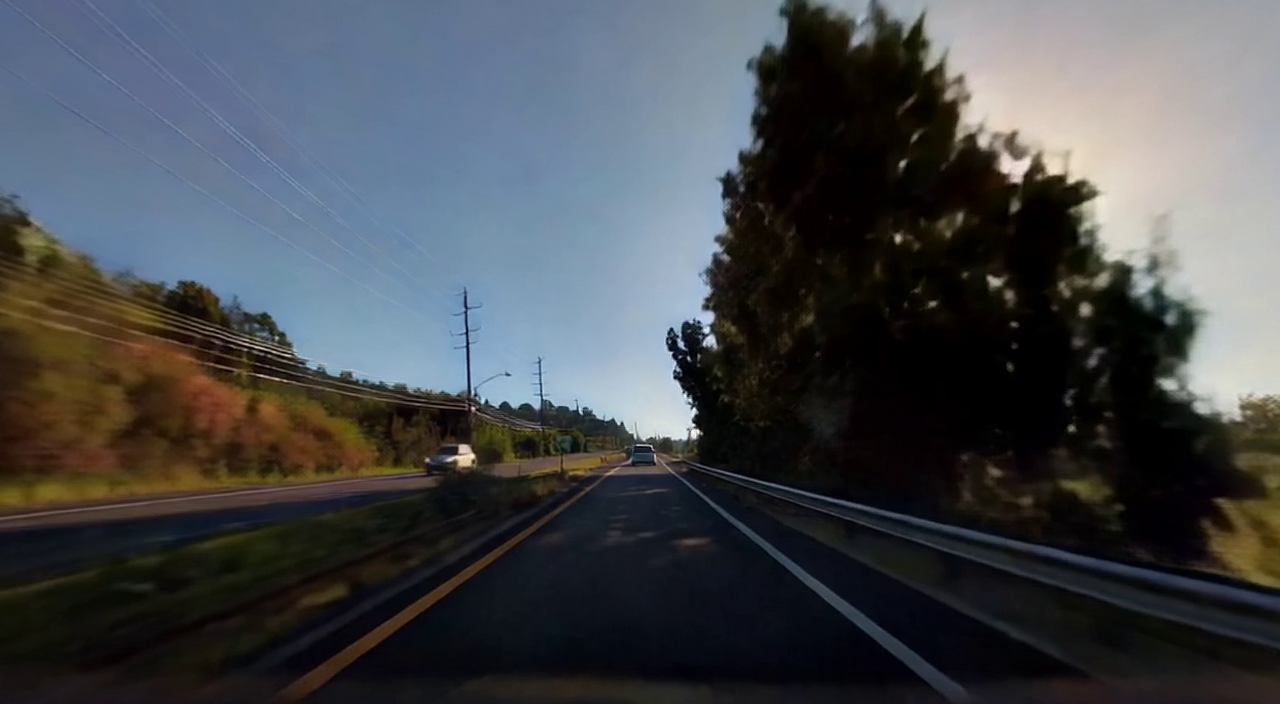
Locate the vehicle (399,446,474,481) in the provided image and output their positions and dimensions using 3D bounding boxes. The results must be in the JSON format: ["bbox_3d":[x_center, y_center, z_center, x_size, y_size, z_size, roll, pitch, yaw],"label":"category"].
[{"bbox_3d":[-9.496,5.239,29.870,1.958,1.515,4.791,0,-9,0],"label":"vehicle"}]

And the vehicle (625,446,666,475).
[{"bbox_3d":[0.267,5.945,34.565,2.080,1.486,3.813,0,-9,0],"label":"vehicle"}]
